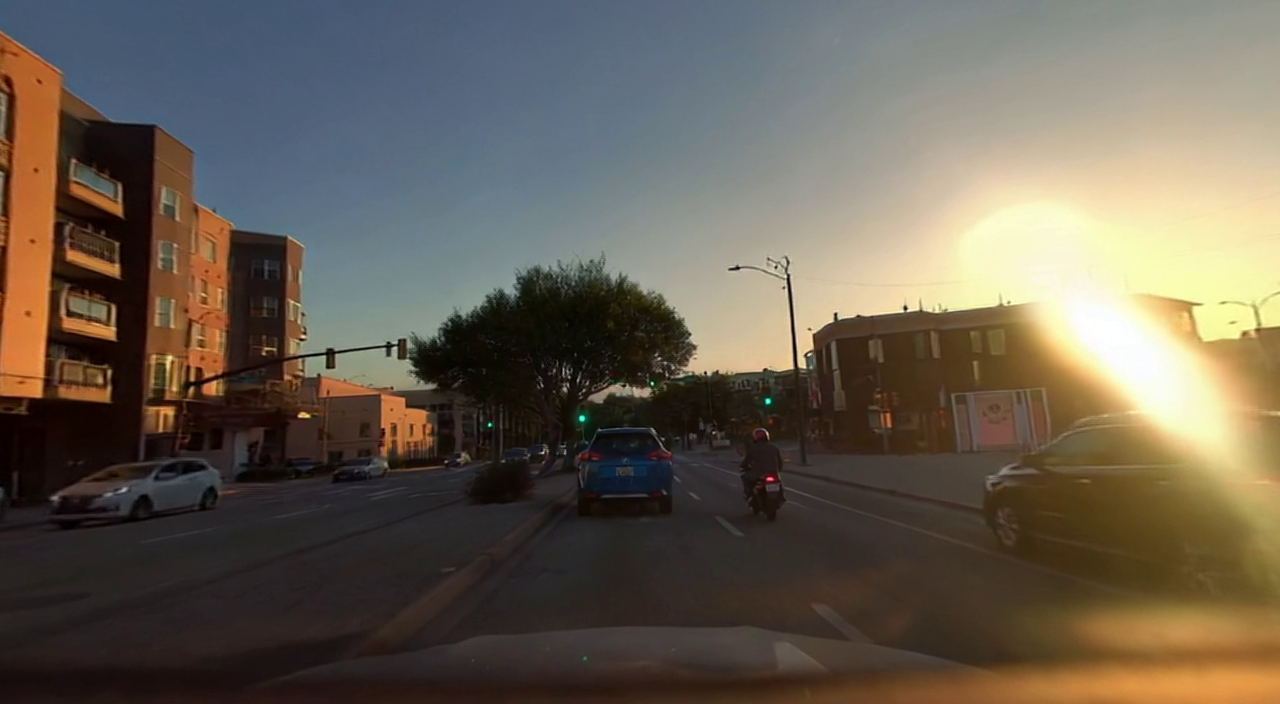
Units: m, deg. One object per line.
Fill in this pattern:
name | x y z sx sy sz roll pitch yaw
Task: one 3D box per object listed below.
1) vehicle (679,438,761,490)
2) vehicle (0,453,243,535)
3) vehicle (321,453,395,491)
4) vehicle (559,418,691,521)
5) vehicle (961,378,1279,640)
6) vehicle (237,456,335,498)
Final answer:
vehicle | 2.488 3.631 20.809 2.101 1.507 4.355 0 -9 -1
vehicle | -13.659 3.691 17.230 2.142 1.826 5.471 0 -9 -2
vehicle | -14.322 6.096 32.310 1.926 1.732 4.635 0 -9 -4
vehicle | -0.256 2.355 13.041 2.265 1.748 4.130 0 -9 0
vehicle | 5.249 1.299 5.885 2.030 1.709 4.687 0 -9 0
vehicle | -18.190 6.410 32.793 2.134 1.915 5.317 0 -9 -2
